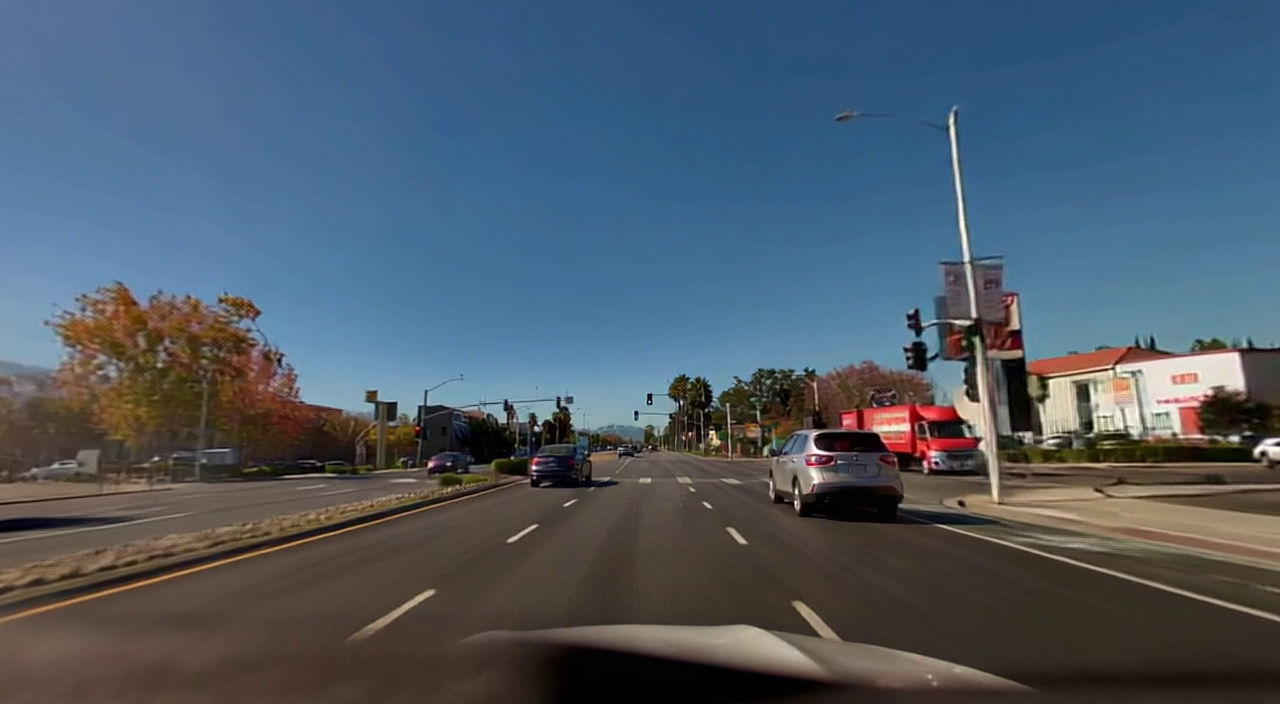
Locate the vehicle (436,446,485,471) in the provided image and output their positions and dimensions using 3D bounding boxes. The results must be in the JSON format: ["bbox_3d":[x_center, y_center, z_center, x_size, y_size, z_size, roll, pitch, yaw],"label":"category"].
[{"bbox_3d":[-13.953,8.279,49.472,2.227,1.768,5.034,-1,-9,2],"label":"vehicle"}]

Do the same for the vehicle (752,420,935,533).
[{"bbox_3d":[3.493,2.232,11.843,1.982,1.711,4.276,0,-9,0],"label":"vehicle"}]

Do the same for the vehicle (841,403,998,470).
[{"bbox_3d":[15.064,4.607,34.477,7.195,3.468,2.597,0,-9,-2],"label":"vehicle"}]

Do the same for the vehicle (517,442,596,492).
[{"bbox_3d":[-2.705,3.863,21.542,2.034,1.498,3.995,-1,-9,2],"label":"vehicle"}]
